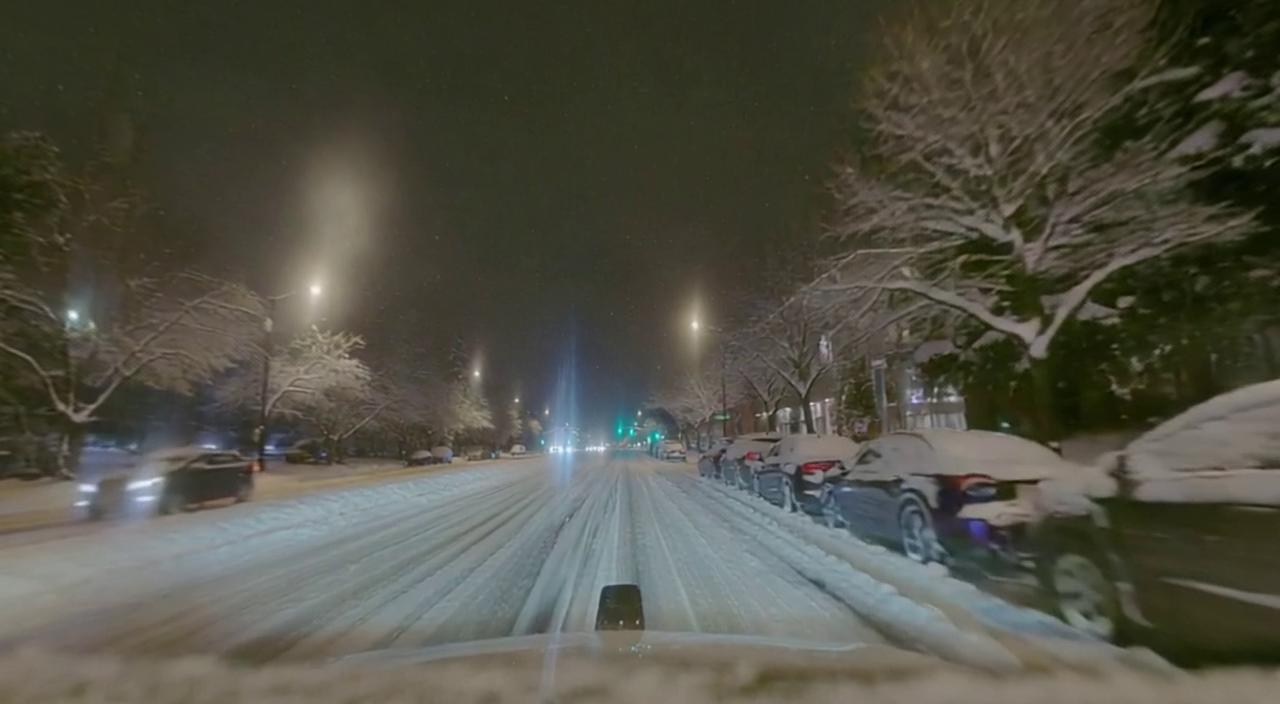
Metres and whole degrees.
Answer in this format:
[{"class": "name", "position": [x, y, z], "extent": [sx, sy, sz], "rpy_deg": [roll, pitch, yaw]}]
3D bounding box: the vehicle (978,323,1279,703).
[{"class": "vehicle", "position": [3.907, 0.755, 2.405], "extent": [2.129, 1.853, 5.275], "rpy_deg": [1, -8, -3]}]

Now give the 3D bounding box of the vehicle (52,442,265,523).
[{"class": "vehicle", "position": [-11.497, 3.079, 15.575], "extent": [1.950, 1.629, 4.333], "rpy_deg": [-2, -8, -2]}]

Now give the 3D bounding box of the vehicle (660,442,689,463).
[{"class": "vehicle", "position": [2.555, 7.613, 47.915], "extent": [1.924, 1.492, 4.587], "rpy_deg": [0, -8, 0]}]
